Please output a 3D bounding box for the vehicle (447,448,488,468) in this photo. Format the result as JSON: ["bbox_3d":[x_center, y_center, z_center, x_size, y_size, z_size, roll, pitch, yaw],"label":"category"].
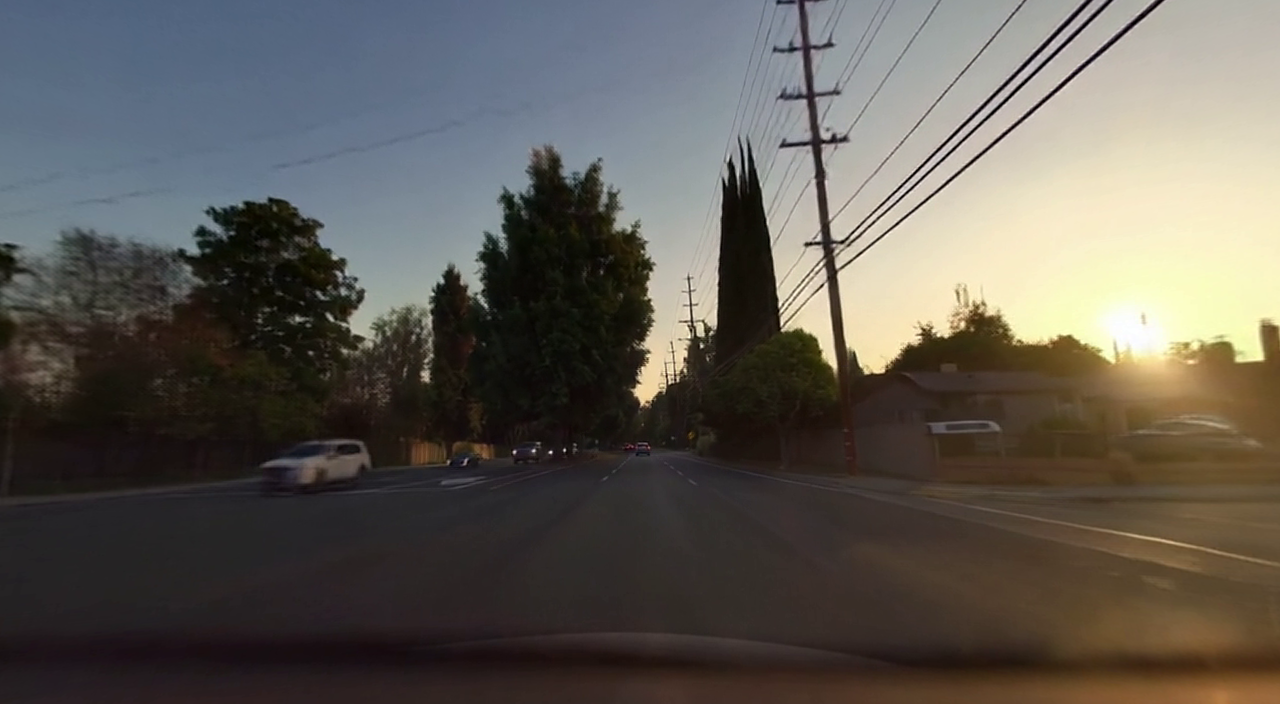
[{"bbox_3d":[-13.213,8.123,48.278,1.821,1.453,4.459,0,-8,1],"label":"vehicle"}]

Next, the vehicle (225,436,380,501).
[{"bbox_3d":[-9.925,3.443,19.000,2.111,1.718,4.465,0,-8,1],"label":"vehicle"}]
